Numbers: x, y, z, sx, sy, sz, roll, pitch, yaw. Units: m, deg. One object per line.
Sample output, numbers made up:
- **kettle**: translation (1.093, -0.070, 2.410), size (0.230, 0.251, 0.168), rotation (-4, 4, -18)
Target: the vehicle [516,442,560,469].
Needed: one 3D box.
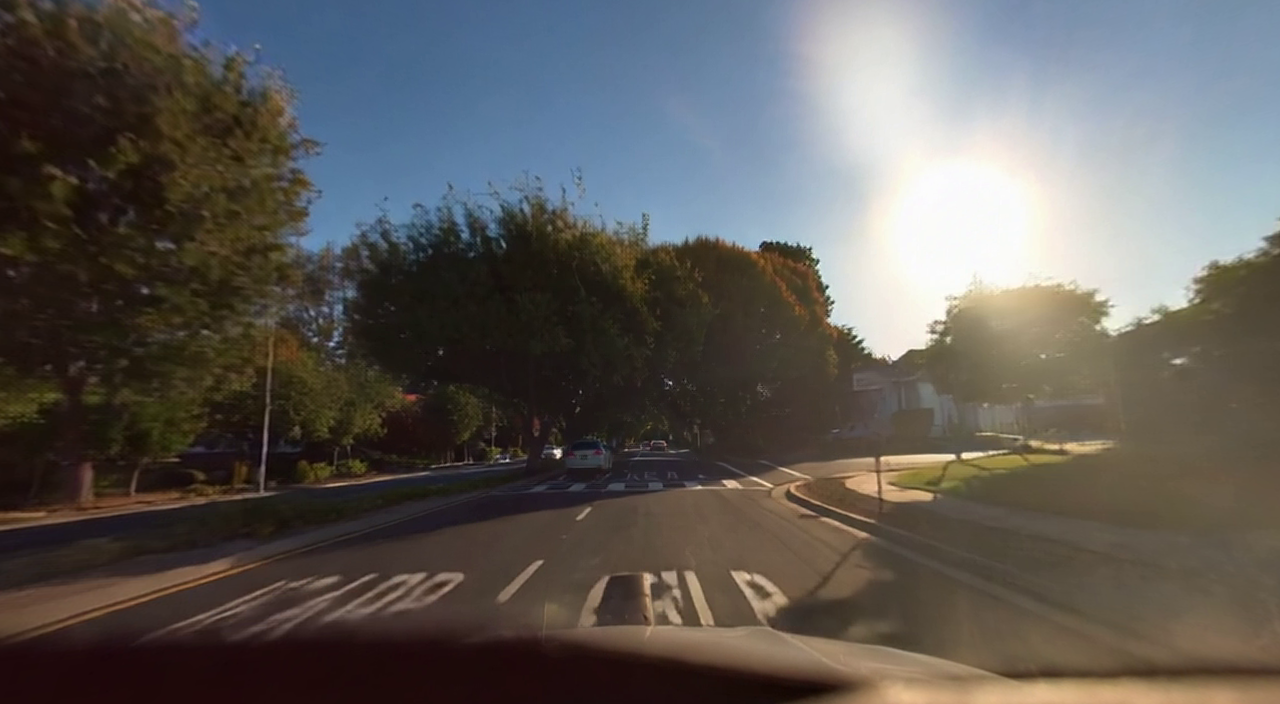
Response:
- **vehicle**: translation (-5.992, 6.149, 37.575), size (1.972, 1.514, 4.241), rotation (1, -8, -1)

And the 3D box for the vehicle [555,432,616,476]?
- **vehicle**: translation (-2.301, 4.463, 27.856), size (2.190, 1.766, 4.394), rotation (0, -8, 2)
